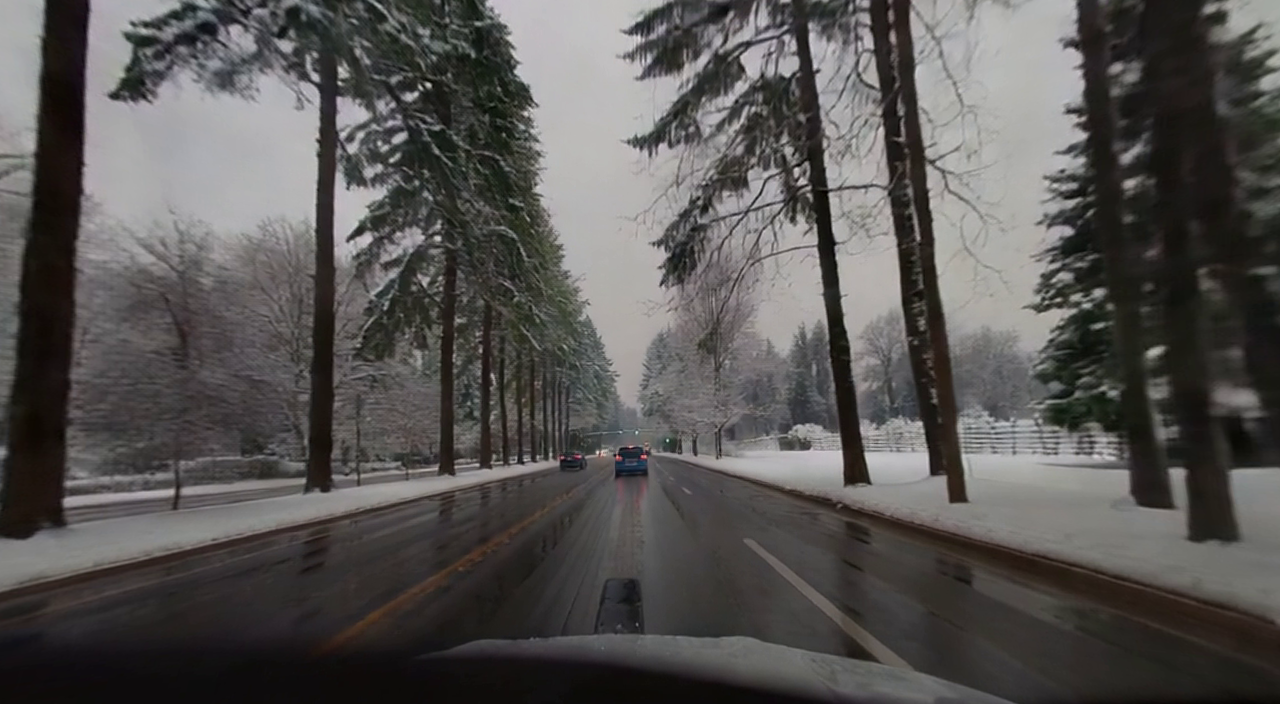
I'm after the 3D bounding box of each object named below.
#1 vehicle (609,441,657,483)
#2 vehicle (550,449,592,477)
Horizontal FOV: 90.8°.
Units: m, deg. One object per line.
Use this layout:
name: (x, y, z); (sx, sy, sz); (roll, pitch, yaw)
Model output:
vehicle: (-0.308, 4.945, 28.738); (2.018, 1.769, 3.897); (0, -9, -1)
vehicle: (-3.991, 6.492, 37.295); (1.936, 1.538, 4.016); (0, -9, 1)
